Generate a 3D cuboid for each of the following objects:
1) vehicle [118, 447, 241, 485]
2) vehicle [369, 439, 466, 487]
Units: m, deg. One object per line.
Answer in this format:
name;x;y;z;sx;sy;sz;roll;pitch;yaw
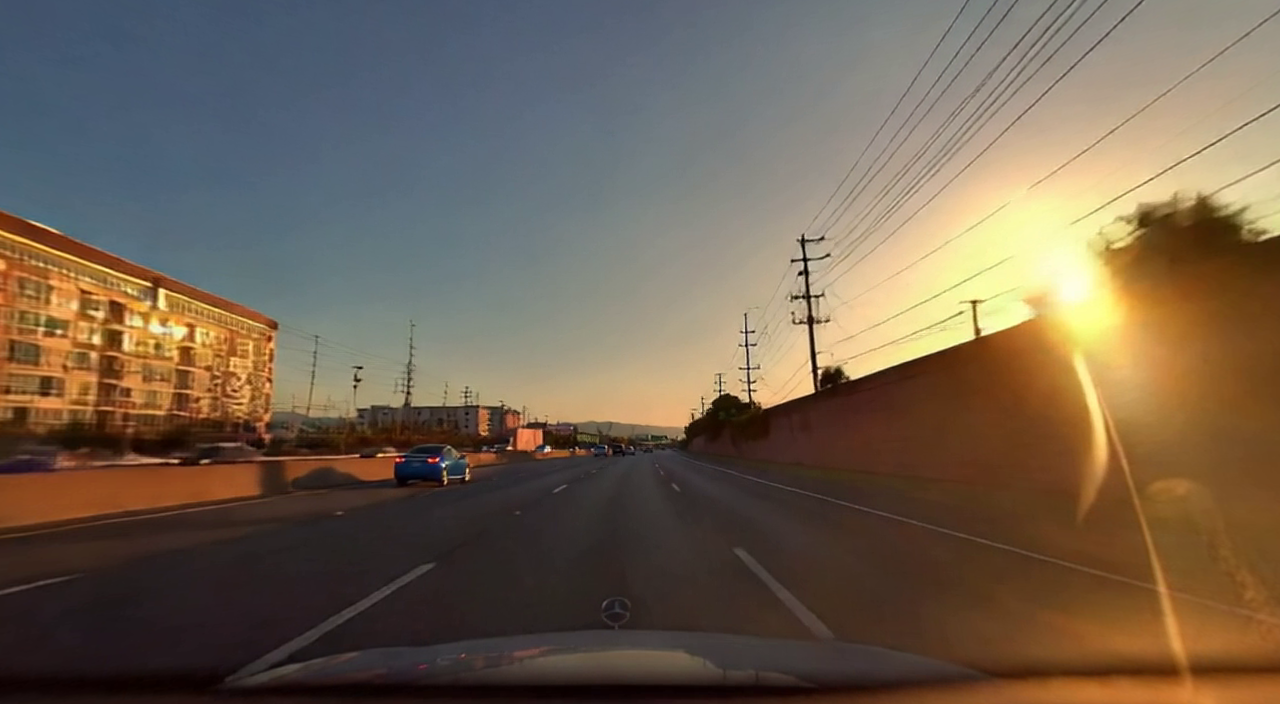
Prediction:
vehicle;-18.613;4.591;25.822;1.809;1.391;4.272;0;-8;0
vehicle;-7.829;3.921;22.644;2.013;1.574;3.923;0;-8;0
